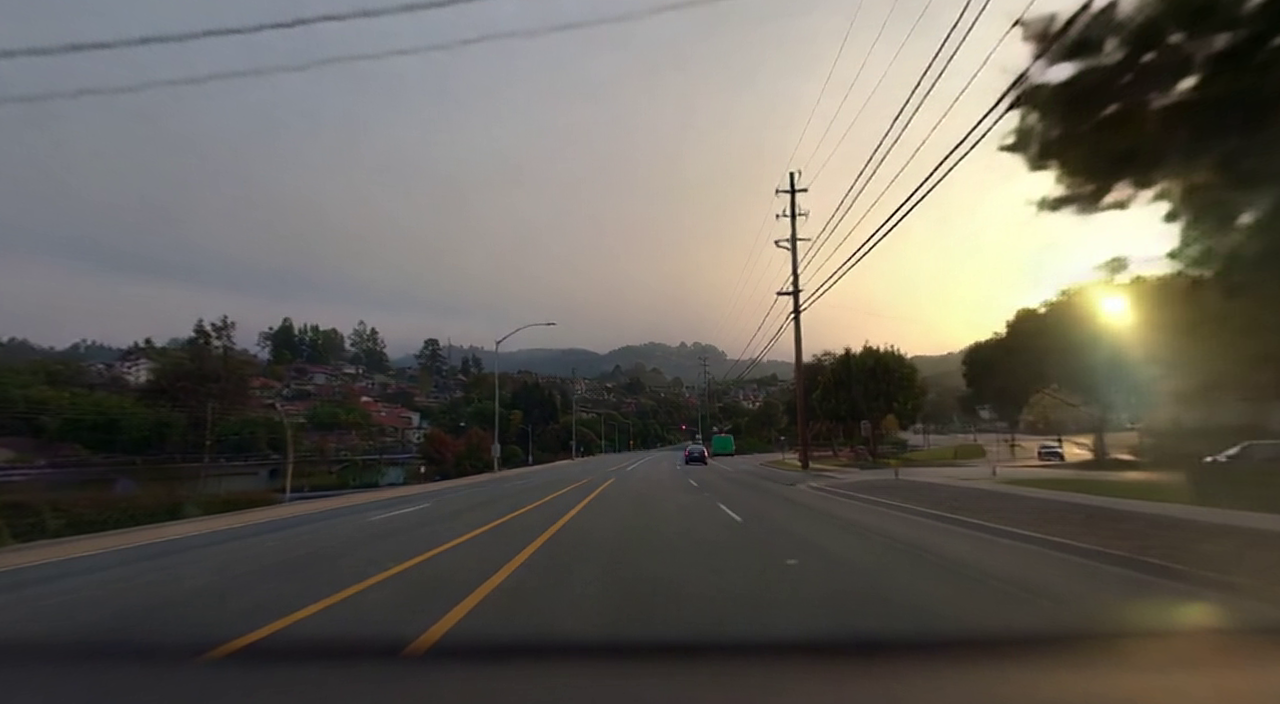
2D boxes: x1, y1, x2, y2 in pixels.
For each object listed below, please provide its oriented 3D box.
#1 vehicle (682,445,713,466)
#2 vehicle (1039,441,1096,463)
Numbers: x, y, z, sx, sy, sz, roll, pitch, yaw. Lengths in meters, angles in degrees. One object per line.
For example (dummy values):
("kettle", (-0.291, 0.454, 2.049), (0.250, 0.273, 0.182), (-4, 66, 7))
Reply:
("vehicle", (4.139, 7.577, 46.421), (2.015, 1.467, 4.117), (0, -9, 2))
("vehicle", (29.143, 6.806, 43.167), (1.751, 1.408, 4.127), (-2, -9, 13))
